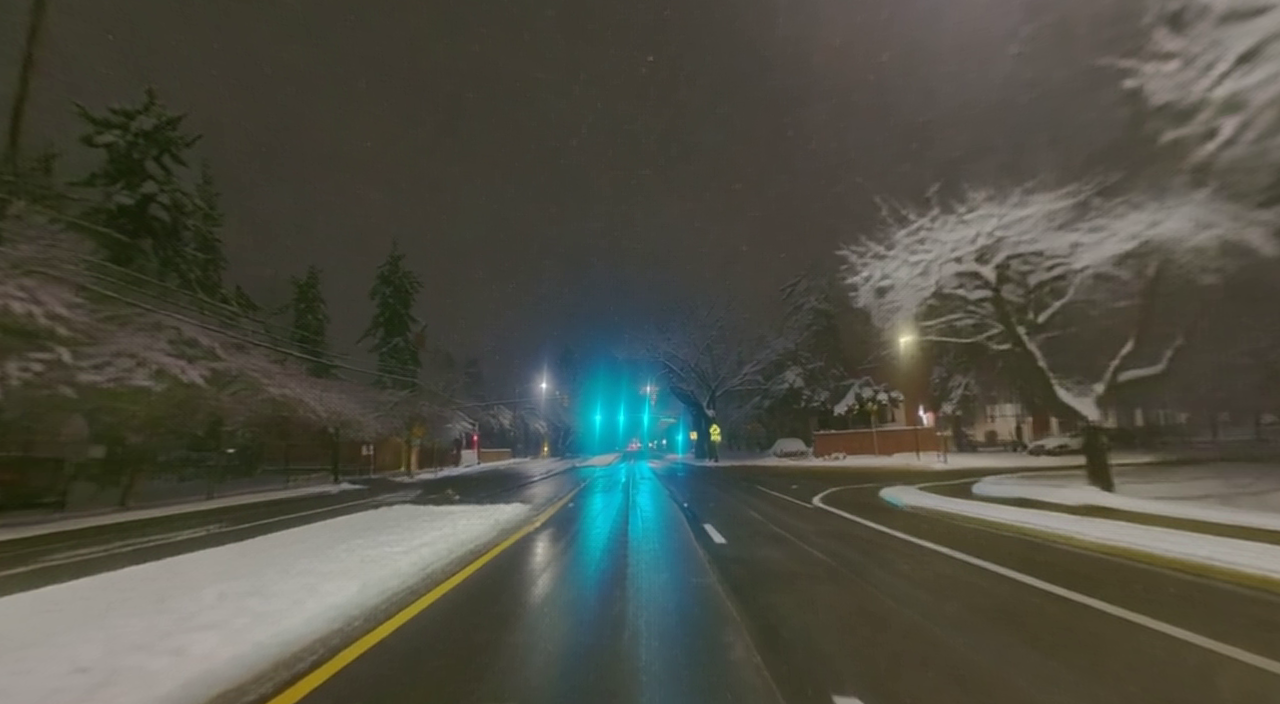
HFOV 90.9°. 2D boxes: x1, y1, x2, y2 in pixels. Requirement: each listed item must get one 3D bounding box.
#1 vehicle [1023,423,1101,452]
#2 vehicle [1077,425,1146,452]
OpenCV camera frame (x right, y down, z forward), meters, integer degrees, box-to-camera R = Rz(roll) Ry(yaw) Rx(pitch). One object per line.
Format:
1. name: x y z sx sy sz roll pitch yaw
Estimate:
1. vehicle: 28.641 5.886 42.959 2.041 1.826 4.925 -1 -9 3
2. vehicle: 31.250 5.772 41.909 1.928 1.622 3.895 -2 -9 7
